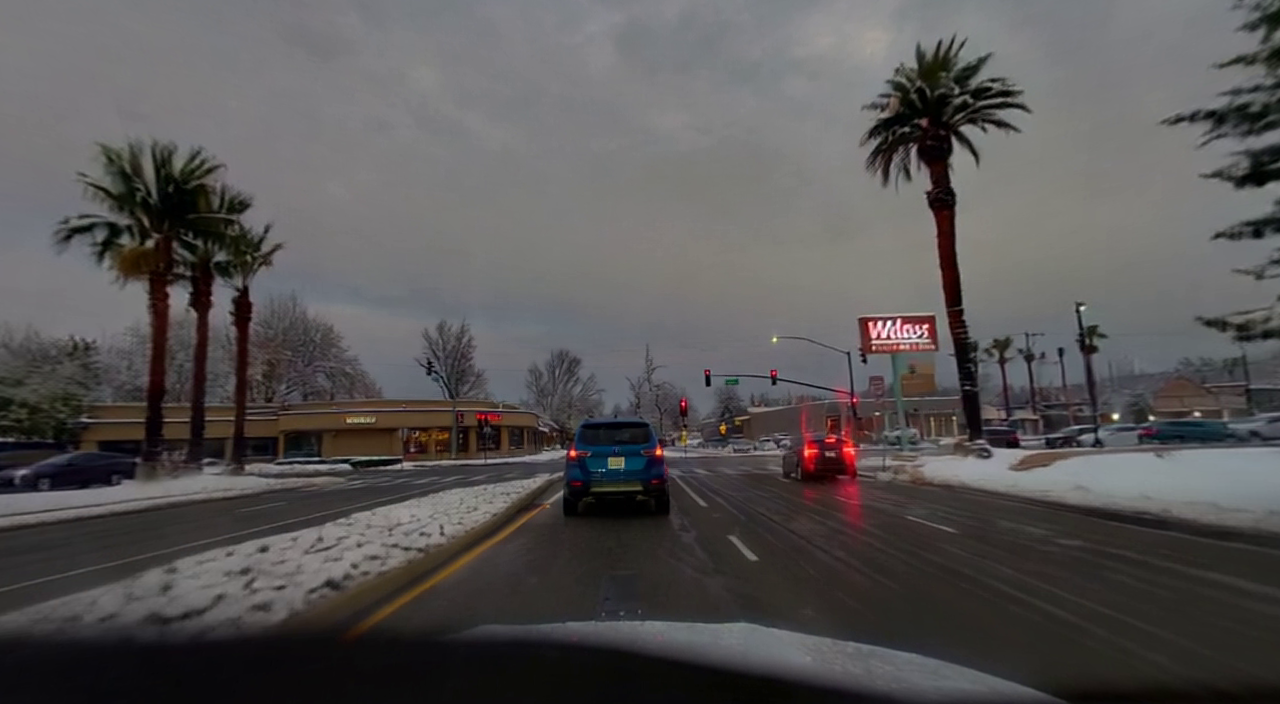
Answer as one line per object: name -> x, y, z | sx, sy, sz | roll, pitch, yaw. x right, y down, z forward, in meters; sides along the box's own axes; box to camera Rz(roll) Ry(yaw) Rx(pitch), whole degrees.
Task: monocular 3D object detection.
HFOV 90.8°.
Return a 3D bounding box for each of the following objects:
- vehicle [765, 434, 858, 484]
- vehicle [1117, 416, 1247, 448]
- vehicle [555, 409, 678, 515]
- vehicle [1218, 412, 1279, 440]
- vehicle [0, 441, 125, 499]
vehicle -> 5.942, 3.762, 22.479 | 2.086, 1.560, 4.542 | 0, -8, 1
vehicle -> 31.963, 4.797, 37.511 | 5.390, 1.773, 2.119 | -4, -9, 26
vehicle -> -0.535, 2.369, 14.066 | 2.263, 1.932, 4.709 | 0, -8, -2
vehicle -> 44.254, 5.218, 44.395 | 4.931, 1.912, 1.893 | -6, -10, 32
vehicle -> -19.304, 3.672, 19.859 | 4.510, 1.682, 1.902 | 0, -8, 1
